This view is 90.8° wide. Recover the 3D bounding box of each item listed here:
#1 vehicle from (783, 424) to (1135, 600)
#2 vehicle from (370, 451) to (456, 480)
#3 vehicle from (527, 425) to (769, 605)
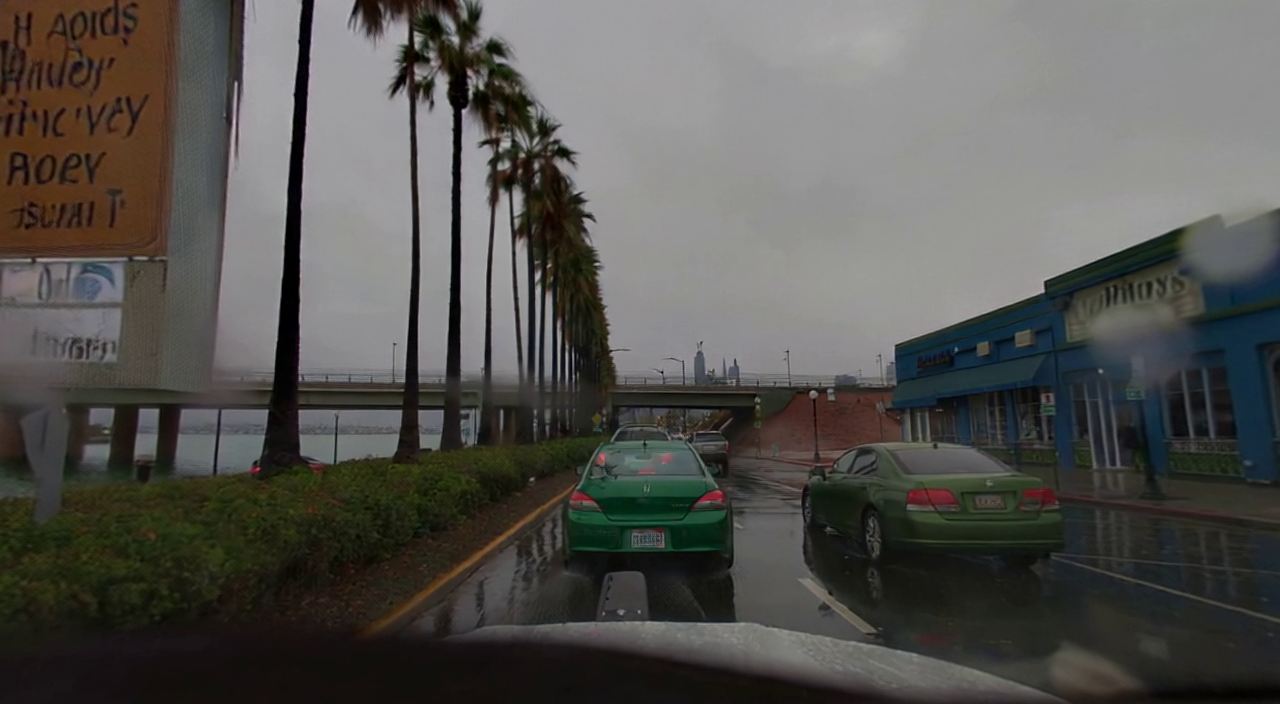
[{"bbox_3d":[3.263,1.712,7.710,1.920,1.490,4.417,0,-9,-1],"label":"vehicle"},{"bbox_3d":[-14.951,7.466,41.656,4.852,1.802,2.104,-2,-9,9],"label":"vehicle"},{"bbox_3d":[0.058,1.666,7.276,2.048,1.503,3.681,0,-9,0],"label":"vehicle"}]
